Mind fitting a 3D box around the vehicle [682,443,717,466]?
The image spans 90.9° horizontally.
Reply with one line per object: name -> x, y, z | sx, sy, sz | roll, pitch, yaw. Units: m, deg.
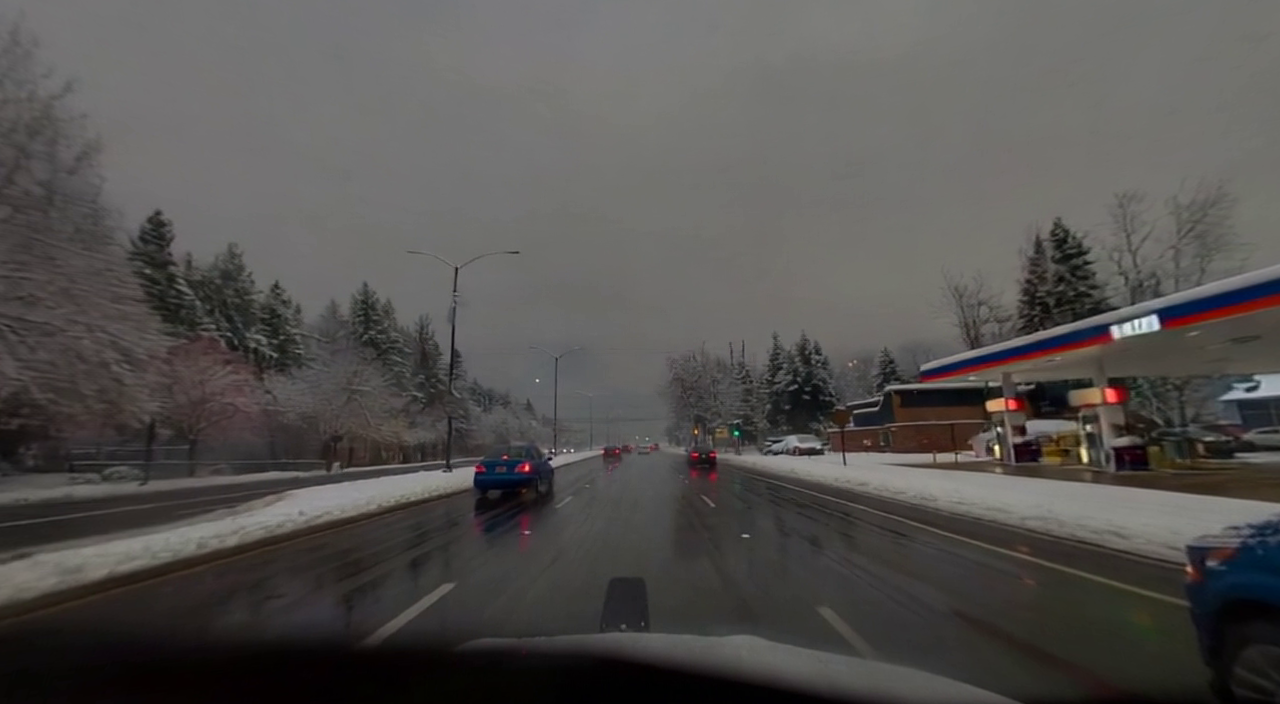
vehicle -> 3.974, 6.898, 42.627 | 1.883, 1.465, 3.975 | 0, -8, -1

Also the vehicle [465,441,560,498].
vehicle -> -3.578, 3.369, 18.586 | 1.803, 1.463, 4.422 | 0, -8, 1

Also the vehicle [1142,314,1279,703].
vehicle -> 3.181, 0.496, 0.342 | 2.041, 1.764, 4.550 | 0, -8, 0
